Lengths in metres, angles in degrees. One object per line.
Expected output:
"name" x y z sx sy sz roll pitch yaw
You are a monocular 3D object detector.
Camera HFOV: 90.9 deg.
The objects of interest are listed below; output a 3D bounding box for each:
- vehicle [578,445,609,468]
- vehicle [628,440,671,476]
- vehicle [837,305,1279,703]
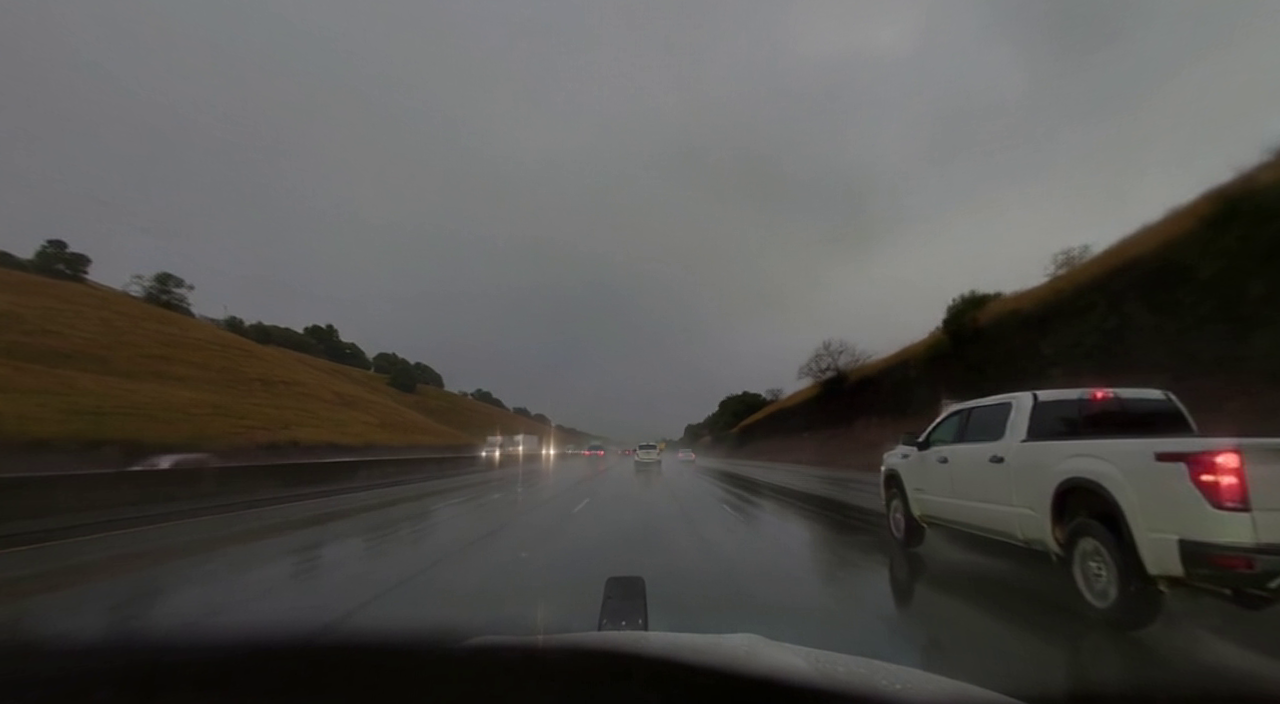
"vehicle" -3.599 8.214 49.853 2.076 1.690 4.113 0 -9 1
"vehicle" 0.438 5.369 32.239 2.086 1.685 4.206 0 -8 0
"vehicle" 4.124 1.189 5.732 2.700 1.980 5.866 0 -9 -1
